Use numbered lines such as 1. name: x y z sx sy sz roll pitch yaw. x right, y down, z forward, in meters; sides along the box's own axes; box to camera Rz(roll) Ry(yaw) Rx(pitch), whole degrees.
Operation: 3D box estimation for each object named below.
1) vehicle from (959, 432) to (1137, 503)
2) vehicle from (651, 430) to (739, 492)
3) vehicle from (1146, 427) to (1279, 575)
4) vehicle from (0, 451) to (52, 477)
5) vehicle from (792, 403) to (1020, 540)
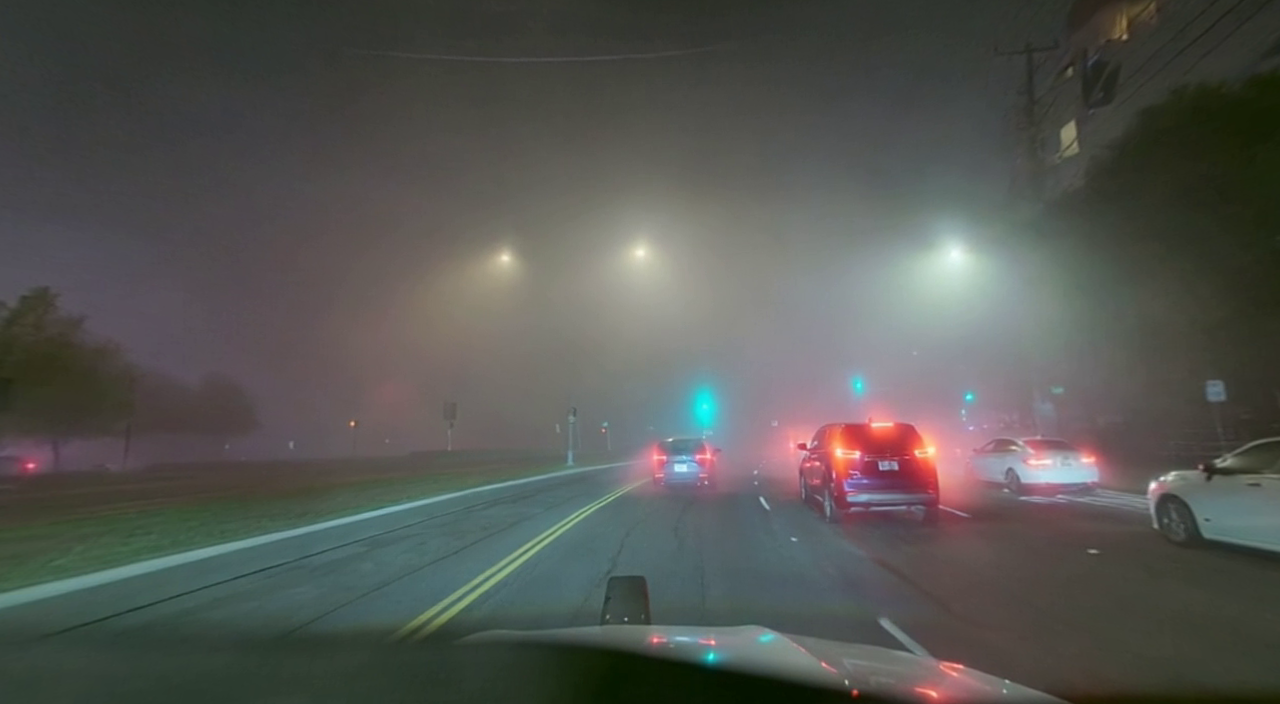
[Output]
1. vehicle: 9.759 2.782 15.610 1.882 1.463 4.543 -1 -9 8
2. vehicle: 1.678 3.027 17.802 2.168 1.527 4.174 -1 -9 9
3. vehicle: 7.334 1.406 5.718 1.866 1.471 4.478 0 -9 2
4. vehicle: -39.720 7.122 40.277 4.848 1.498 2.009 -6 -10 35
5. vehicle: 4.142 1.963 10.937 2.119 1.810 4.848 -1 -9 4
